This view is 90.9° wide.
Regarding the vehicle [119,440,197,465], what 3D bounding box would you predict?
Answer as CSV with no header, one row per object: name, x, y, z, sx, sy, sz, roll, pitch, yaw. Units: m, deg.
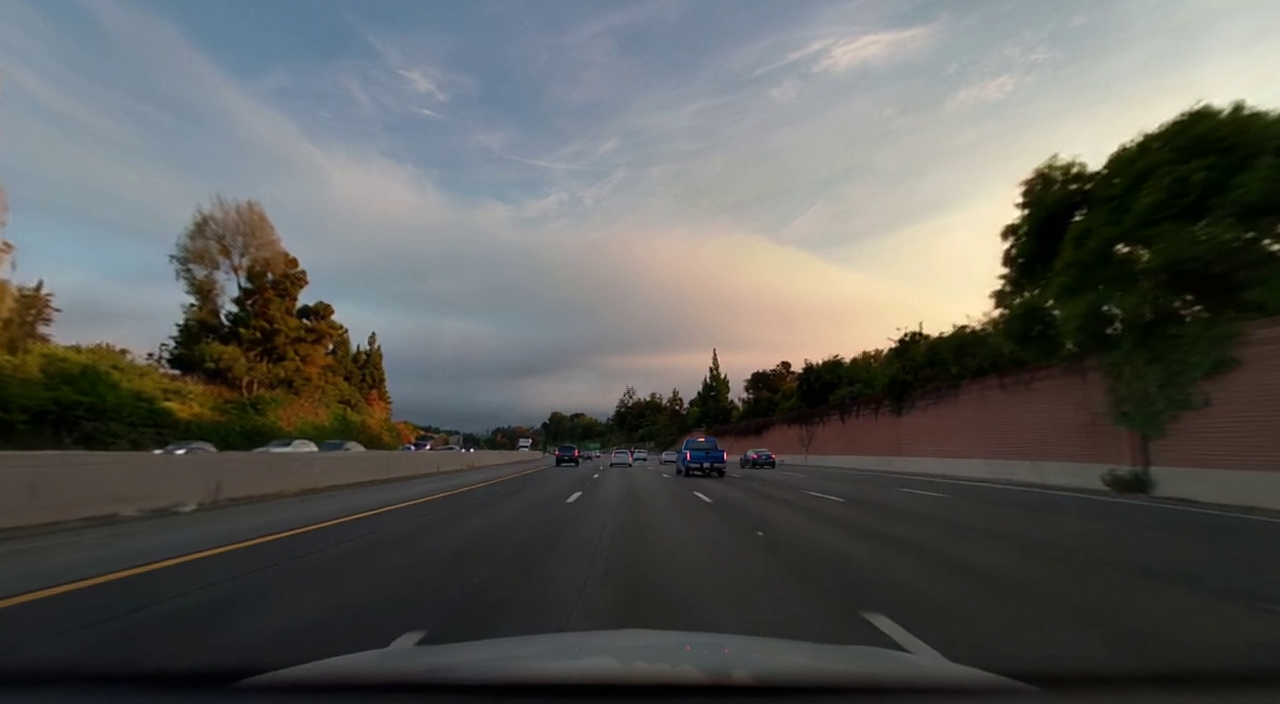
vehicle,-36.893,7.682,48.449,2.274,1.742,4.621,0,-8,0

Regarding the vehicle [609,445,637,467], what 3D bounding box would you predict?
vehicle,-1.338,7.907,48.071,2.050,1.607,3.821,0,-8,-3

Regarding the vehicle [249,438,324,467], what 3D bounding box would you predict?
vehicle,-22.309,6.339,40.050,1.998,1.723,5.157,0,-8,-3

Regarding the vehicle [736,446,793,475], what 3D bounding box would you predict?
vehicle,6.873,6.035,35.407,1.976,1.485,4.925,0,-8,-3

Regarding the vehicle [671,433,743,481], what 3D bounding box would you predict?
vehicle,2.913,4.758,28.881,2.374,1.952,5.431,0,-8,-3

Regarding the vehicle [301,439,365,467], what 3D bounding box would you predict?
vehicle,-19.187,6.336,39.664,2.022,1.644,4.297,0,-8,-3
